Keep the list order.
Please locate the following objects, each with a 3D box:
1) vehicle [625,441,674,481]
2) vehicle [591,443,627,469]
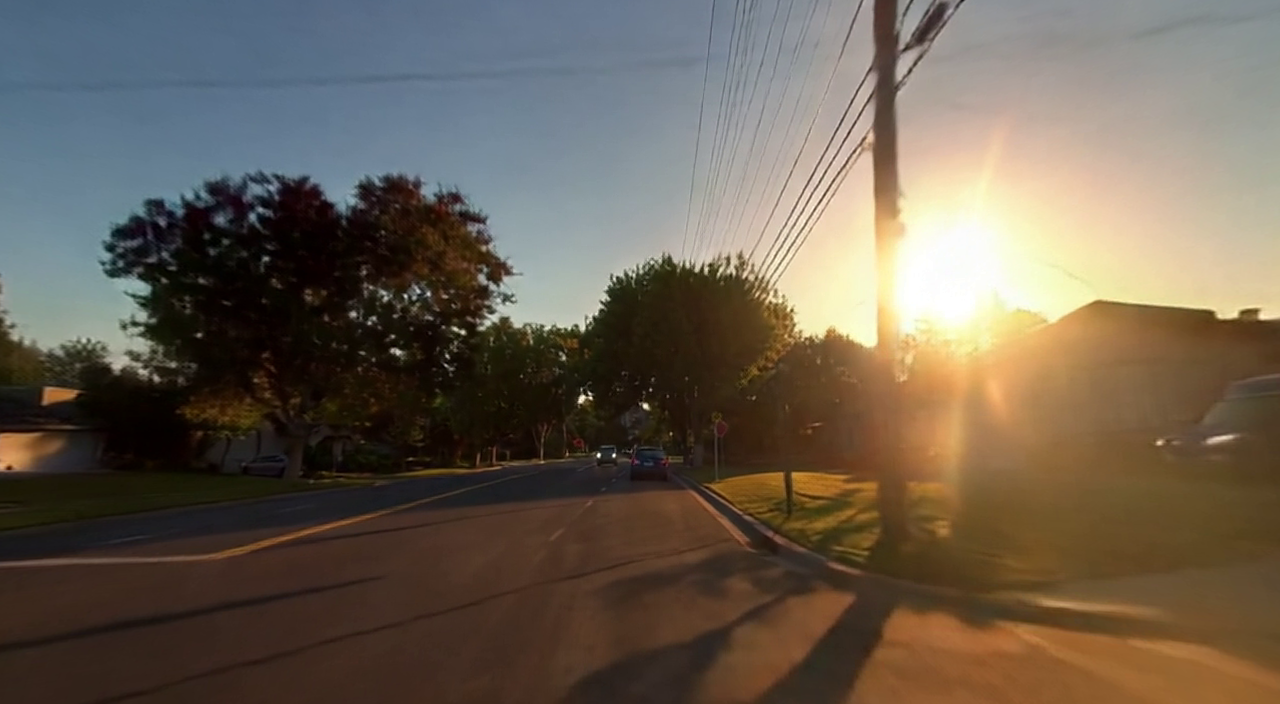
[{"bbox_3d":[0.428,5.082,29.642,2.120,1.718,3.909,0,-9,0],"label":"vehicle"},{"bbox_3d":[-2.135,7.323,44.518,2.157,1.765,4.303,0,-9,2],"label":"vehicle"}]
